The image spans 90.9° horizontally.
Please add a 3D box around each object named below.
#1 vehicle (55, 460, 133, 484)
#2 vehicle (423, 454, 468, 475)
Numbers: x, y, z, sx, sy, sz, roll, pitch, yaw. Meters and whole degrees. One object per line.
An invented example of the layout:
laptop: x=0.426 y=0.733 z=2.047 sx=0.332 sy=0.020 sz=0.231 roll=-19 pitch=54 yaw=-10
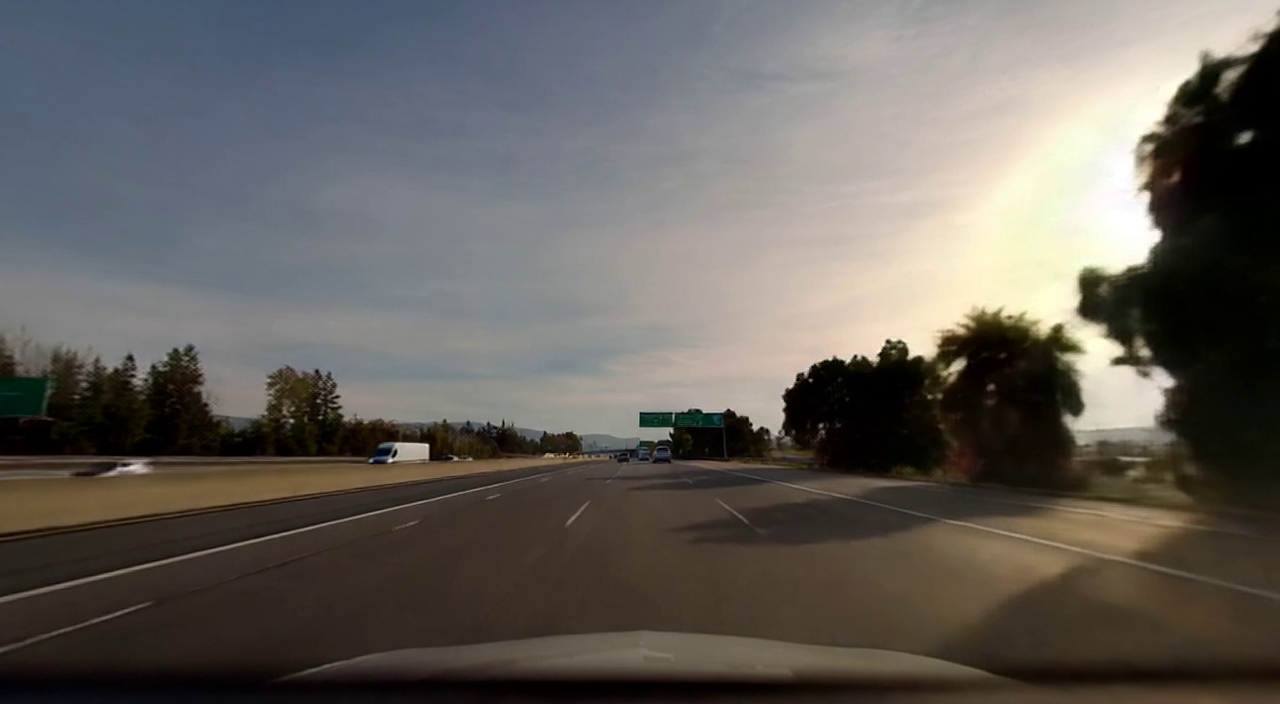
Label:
vehicle: x=-34.884 y=7.673 z=40.394 sx=1.713 sy=1.418 sz=3.632 roll=0 pitch=-9 yaw=0
vehicle: x=-15.016 y=8.691 z=48.911 sx=1.903 sy=1.486 sz=4.666 roll=0 pitch=-9 yaw=1
